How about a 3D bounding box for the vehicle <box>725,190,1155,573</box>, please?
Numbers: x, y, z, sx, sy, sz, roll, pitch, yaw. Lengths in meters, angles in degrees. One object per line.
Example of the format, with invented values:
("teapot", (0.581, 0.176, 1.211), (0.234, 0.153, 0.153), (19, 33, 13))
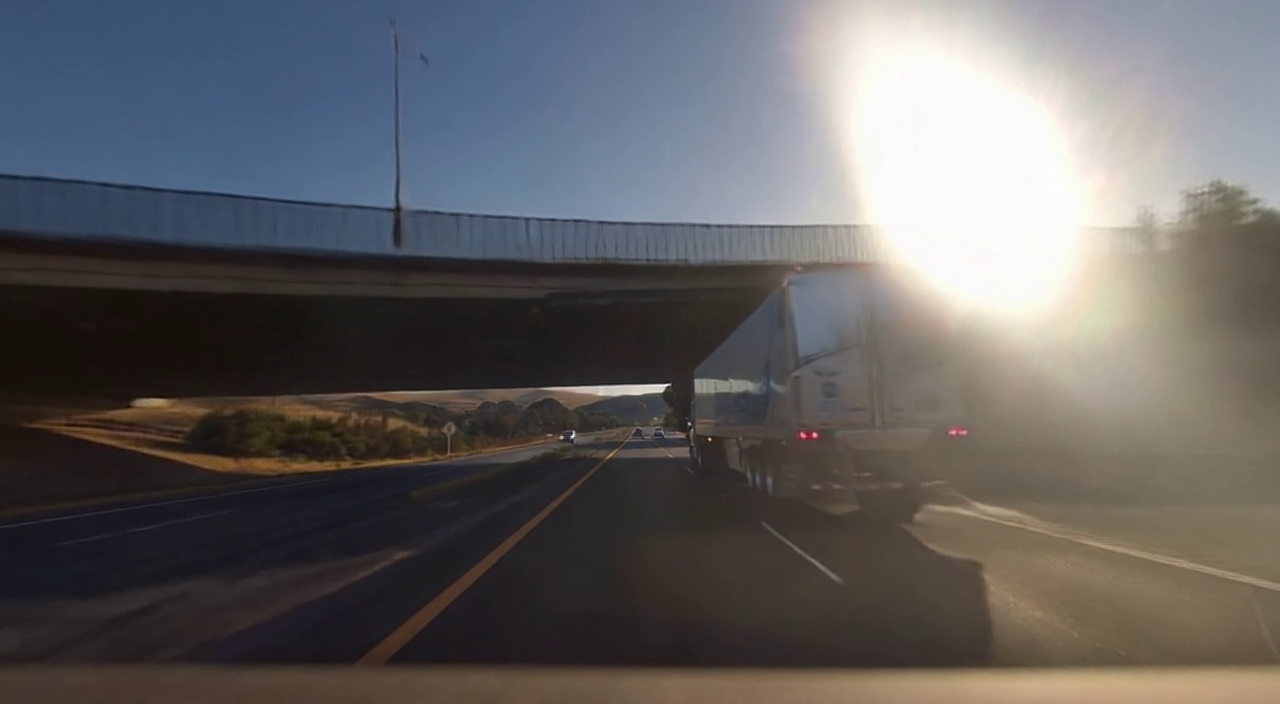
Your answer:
("vehicle", (3.509, 0.785, 10.560), (2.949, 3.877, 8.528), (0, -8, 0))
